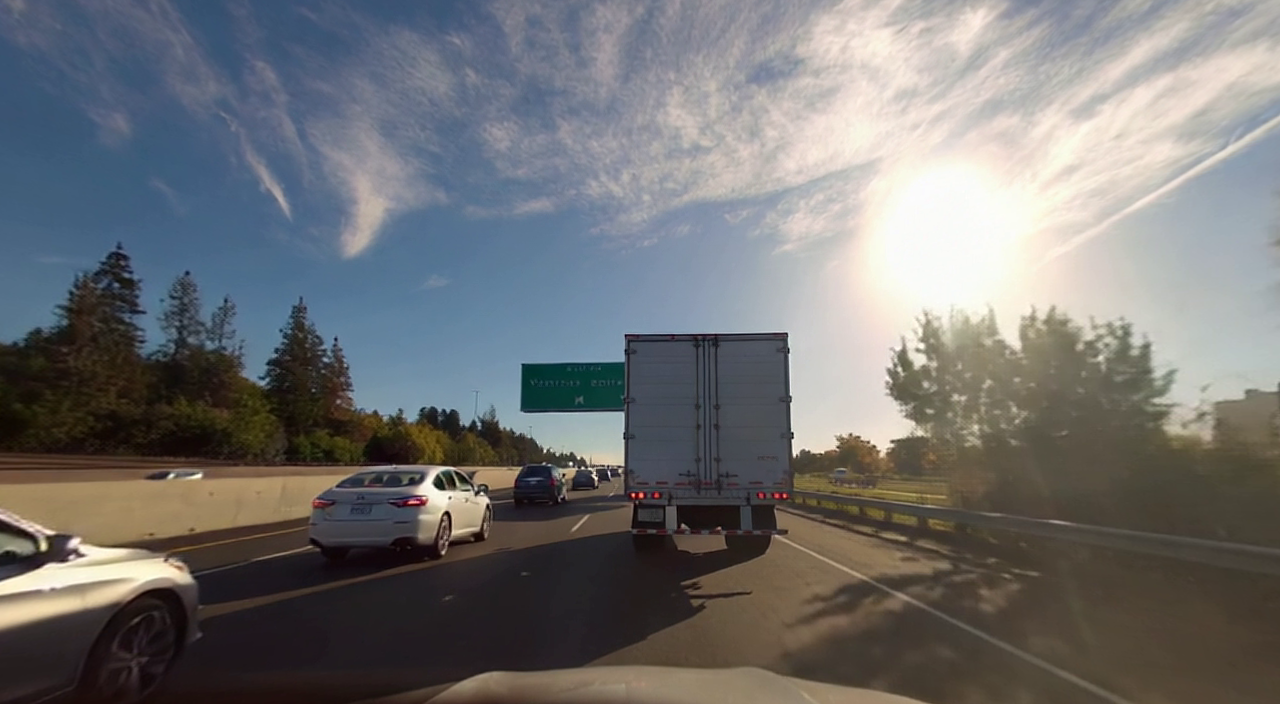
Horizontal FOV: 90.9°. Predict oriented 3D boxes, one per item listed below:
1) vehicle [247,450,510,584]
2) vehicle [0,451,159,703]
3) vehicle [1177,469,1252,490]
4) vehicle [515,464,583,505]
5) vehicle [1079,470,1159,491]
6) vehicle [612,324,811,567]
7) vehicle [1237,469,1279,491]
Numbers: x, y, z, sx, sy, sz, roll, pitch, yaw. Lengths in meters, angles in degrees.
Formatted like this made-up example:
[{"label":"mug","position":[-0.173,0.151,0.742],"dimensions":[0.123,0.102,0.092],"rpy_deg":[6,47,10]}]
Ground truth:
[{"label":"vehicle","position":[-3.537,2.358,9.729],"dimensions":[1.983,1.509,4.679],"rpy_deg":[1,-11,1]},{"label":"vehicle","position":[-4.236,0.948,1.829],"dimensions":[2.043,1.391,4.515],"rpy_deg":[0,-11,1]},{"label":"vehicle","position":[42.980,9.565,47.151],"dimensions":[3.974,1.485,1.709],"rpy_deg":[1,-11,-4]},{"label":"vehicle","position":[-3.589,5.336,25.632],"dimensions":[1.964,1.482,4.371],"rpy_deg":[0,-11,1]},{"label":"vehicle","position":[35.750,9.576,47.131],"dimensions":[4.299,1.465,1.807],"rpy_deg":[-1,-11,7]},{"label":"vehicle","position":[1.103,2.113,13.595],"dimensions":[2.831,3.529,8.689],"rpy_deg":[0,-11,1]},{"label":"vehicle","position":[48.913,9.849,48.561],"dimensions":[4.681,1.572,1.862],"rpy_deg":[3,-11,-15]}]
